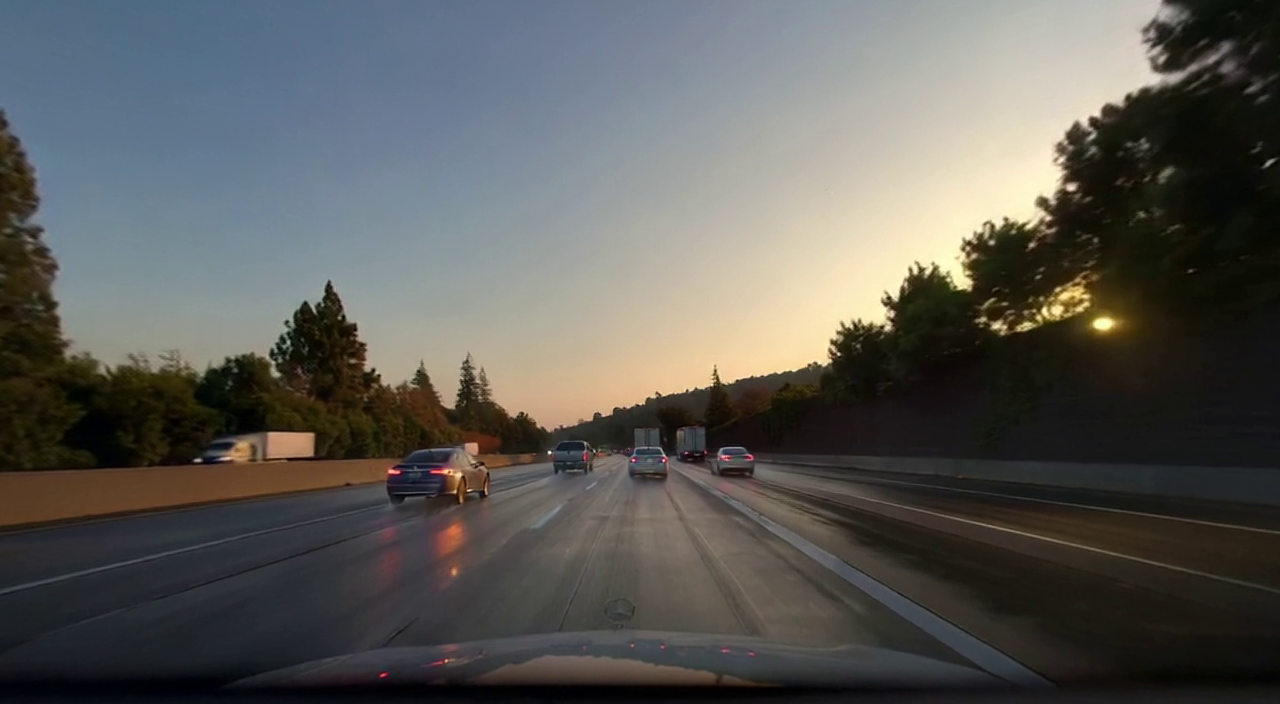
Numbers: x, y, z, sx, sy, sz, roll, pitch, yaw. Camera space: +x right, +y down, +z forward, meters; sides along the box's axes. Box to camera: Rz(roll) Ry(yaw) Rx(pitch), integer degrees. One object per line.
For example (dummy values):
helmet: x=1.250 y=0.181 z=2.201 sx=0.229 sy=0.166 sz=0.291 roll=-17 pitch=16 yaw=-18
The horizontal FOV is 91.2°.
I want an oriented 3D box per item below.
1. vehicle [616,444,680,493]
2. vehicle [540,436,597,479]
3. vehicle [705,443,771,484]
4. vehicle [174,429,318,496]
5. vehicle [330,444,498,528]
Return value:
vehicle: x=0.253 y=4.048 z=22.092 sx=2.015 sy=1.526 sz=4.286 roll=0 pitch=-9 yaw=0
vehicle: x=-3.468 y=5.254 z=31.357 sx=2.230 sy=1.973 sz=4.403 roll=-1 pitch=-9 yaw=2
vehicle: x=3.922 y=4.556 z=25.820 sx=1.959 sy=1.503 sz=4.064 roll=0 pitch=-9 yaw=-1
vehicle: x=-16.675 y=4.707 z=27.099 sx=2.269 sy=2.522 sz=5.946 roll=0 pitch=-9 yaw=0
vehicle: x=-4.564 y=2.750 z=13.508 sx=1.967 sy=1.473 sz=4.439 roll=0 pitch=-9 yaw=0
